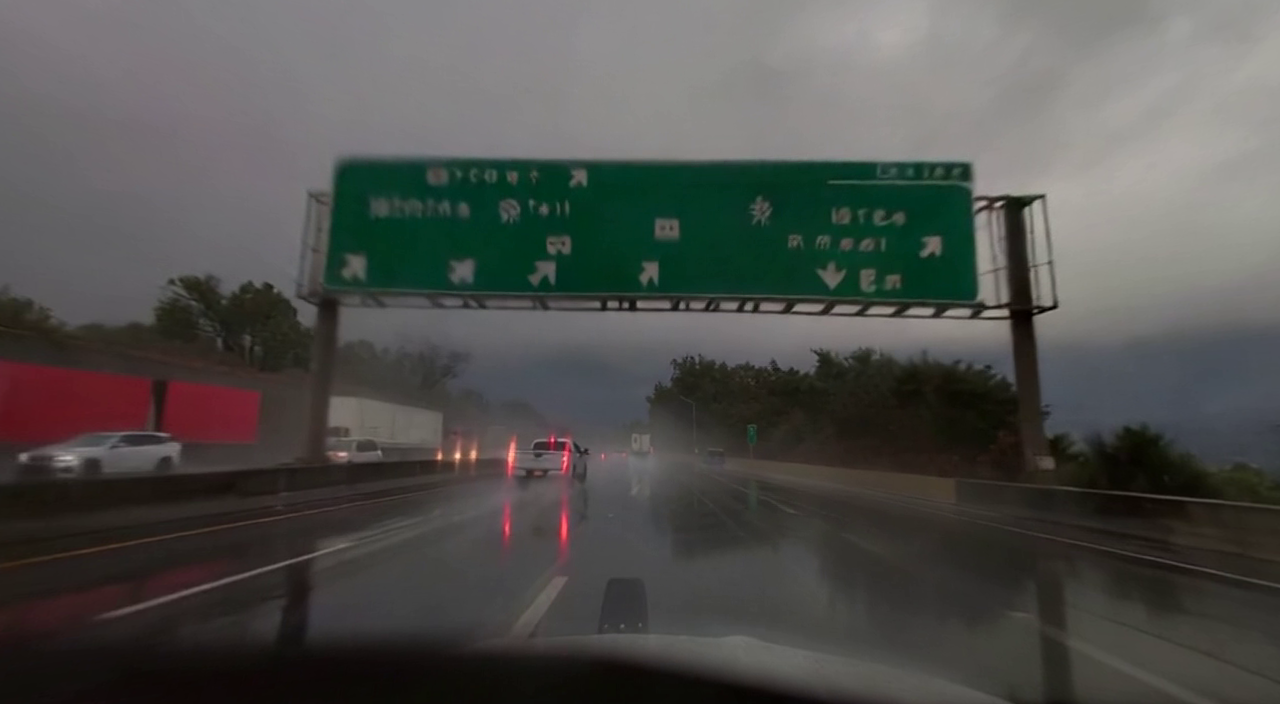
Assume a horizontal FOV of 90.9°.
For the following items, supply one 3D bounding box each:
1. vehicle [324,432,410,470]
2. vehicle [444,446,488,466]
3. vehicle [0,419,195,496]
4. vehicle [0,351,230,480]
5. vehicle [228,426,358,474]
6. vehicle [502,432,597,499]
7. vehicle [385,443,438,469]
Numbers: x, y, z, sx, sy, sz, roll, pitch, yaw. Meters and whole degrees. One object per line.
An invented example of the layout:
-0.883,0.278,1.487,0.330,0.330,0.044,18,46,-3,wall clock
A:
-12.873,4.757,30.057,1.990,1.523,4.508,3,-10,1,vehicle
-12.459,7.453,45.289,1.819,1.399,4.171,0,-9,2,vehicle
-12.726,2.390,14.245,1.978,1.433,4.435,2,-10,1,vehicle
-21.486,2.524,23.197,2.835,4.027,14.235,0,-9,2,vehicle
-12.580,3.684,23.299,1.971,1.478,4.726,3,-11,1,vehicle
-2.809,3.697,20.878,2.220,1.928,5.176,0,-9,2,vehicle
-13.291,6.088,36.890,1.800,1.412,3.449,0,-9,0,vehicle
